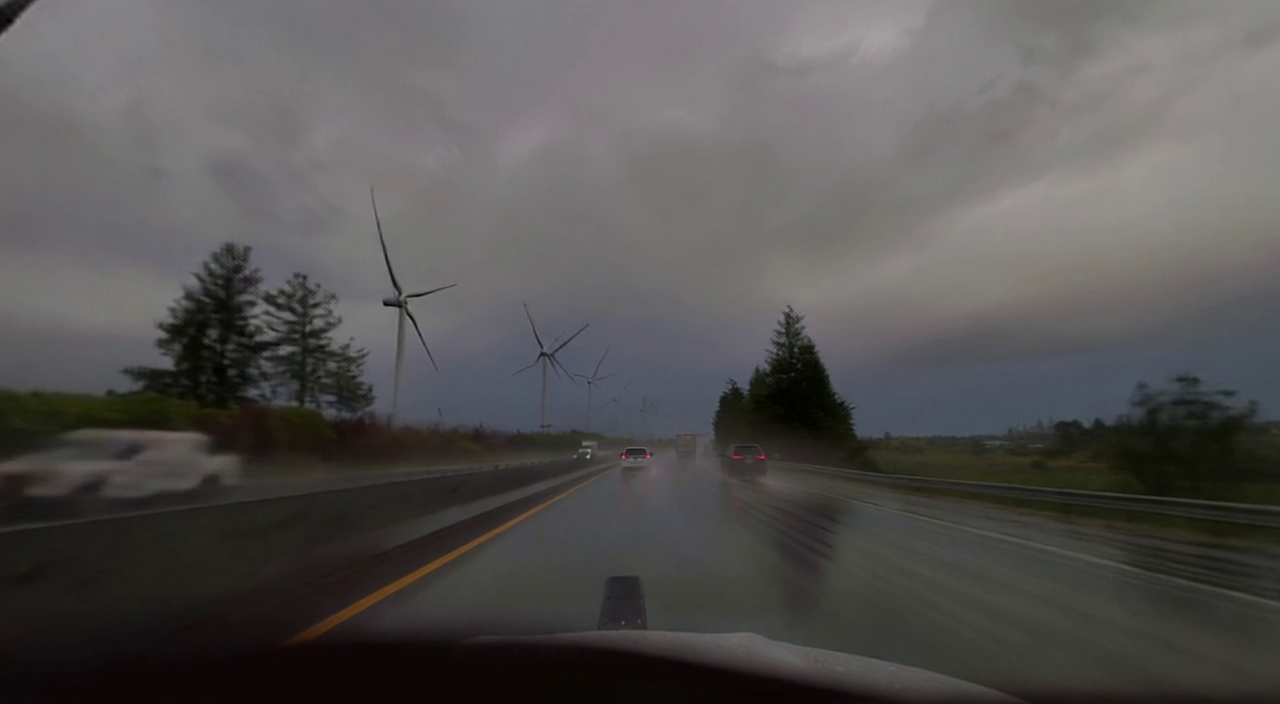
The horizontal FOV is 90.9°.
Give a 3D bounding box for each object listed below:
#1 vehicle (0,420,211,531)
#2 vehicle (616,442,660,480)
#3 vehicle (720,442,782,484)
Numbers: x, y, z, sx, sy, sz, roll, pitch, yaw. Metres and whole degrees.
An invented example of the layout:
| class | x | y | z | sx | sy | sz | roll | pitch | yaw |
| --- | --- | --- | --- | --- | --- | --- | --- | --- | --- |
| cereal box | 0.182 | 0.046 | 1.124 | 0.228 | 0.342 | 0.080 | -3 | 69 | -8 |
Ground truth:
| class | x | y | z | sx | sy | sz | roll | pitch | yaw |
| --- | --- | --- | --- | --- | --- | --- | --- | --- | --- |
| vehicle | -12.836 | 2.762 | 14.596 | 2.083 | 2.091 | 5.097 | -1 | -9 | 1 |
| vehicle | -0.078 | 5.334 | 31.056 | 2.038 | 1.723 | 4.150 | 0 | -9 | 1 |
| vehicle | 4.872 | 4.955 | 28.373 | 2.040 | 1.721 | 4.507 | 0 | -9 | 1 |
